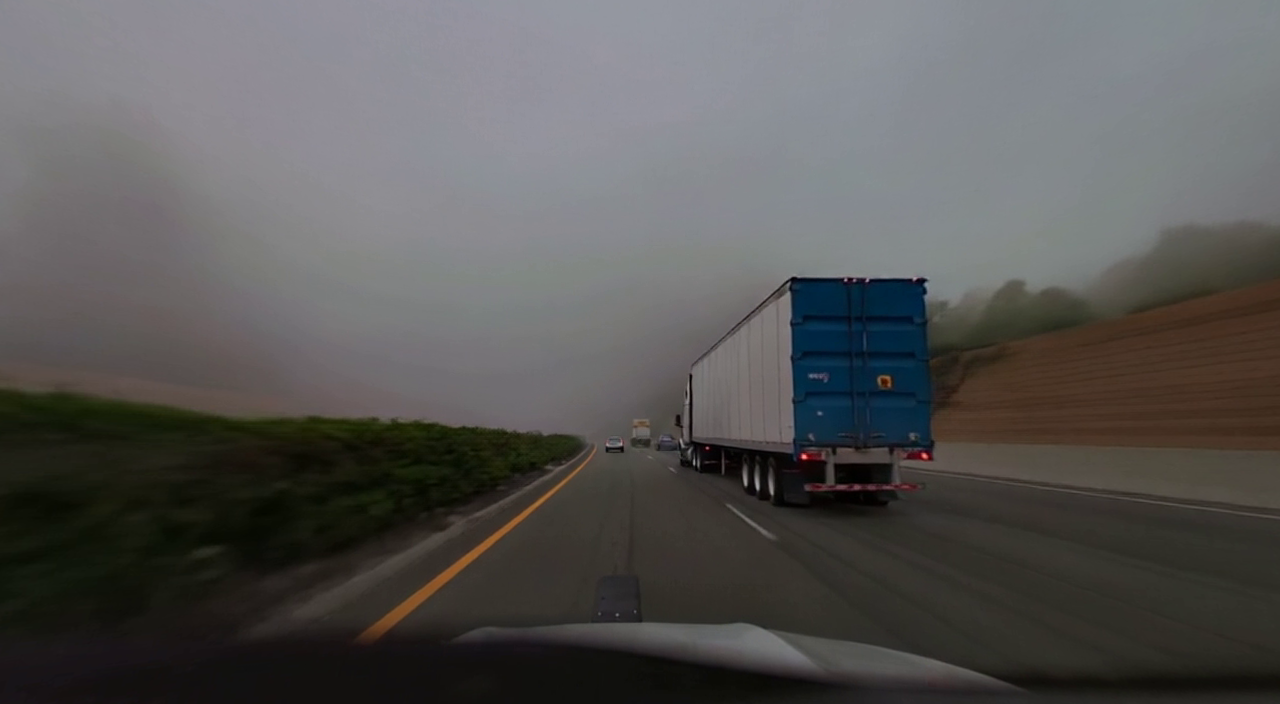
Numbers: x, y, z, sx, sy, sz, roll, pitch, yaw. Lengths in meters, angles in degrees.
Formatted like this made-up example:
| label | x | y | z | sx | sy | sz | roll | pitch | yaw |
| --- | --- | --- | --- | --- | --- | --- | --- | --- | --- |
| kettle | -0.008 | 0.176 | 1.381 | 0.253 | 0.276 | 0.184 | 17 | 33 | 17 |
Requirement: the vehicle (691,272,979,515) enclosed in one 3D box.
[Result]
| label | x | y | z | sx | sy | sz | roll | pitch | yaw |
| --- | --- | --- | --- | --- | --- | --- | --- | --- | --- |
| vehicle | 3.780 | 1.552 | 17.603 | 2.965 | 4.033 | 14.299 | 0 | -7 | -2 |
